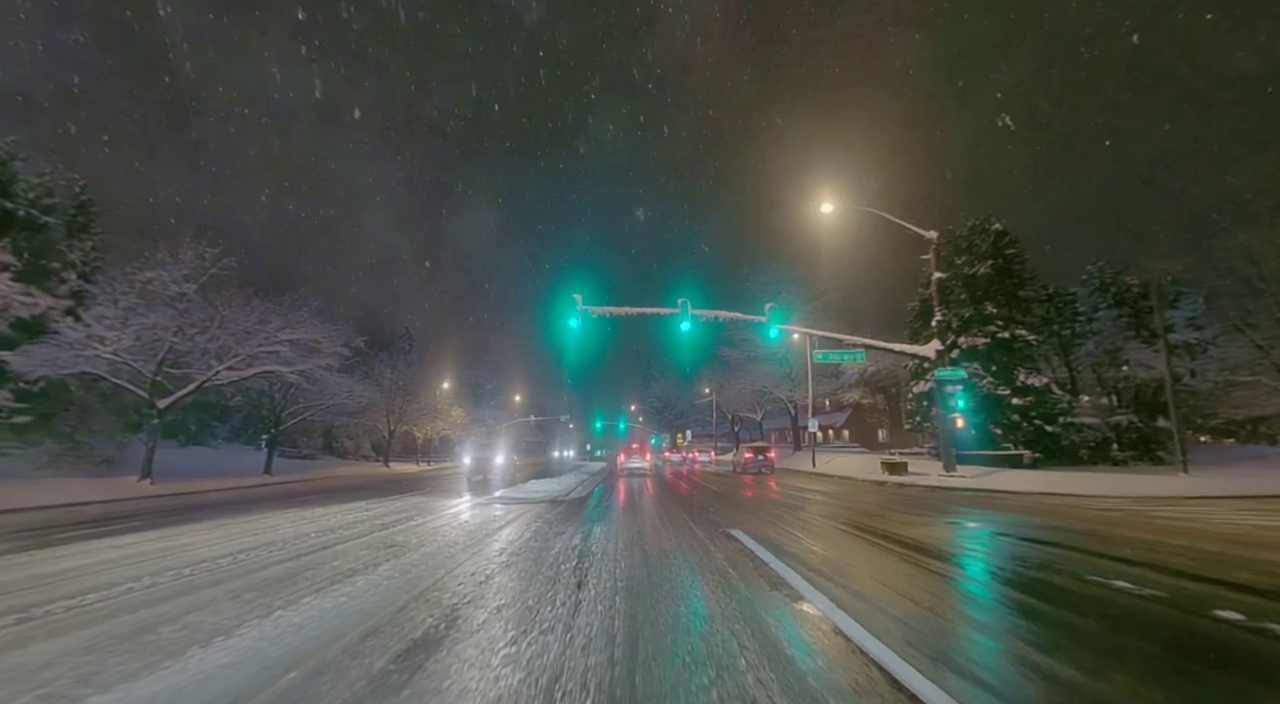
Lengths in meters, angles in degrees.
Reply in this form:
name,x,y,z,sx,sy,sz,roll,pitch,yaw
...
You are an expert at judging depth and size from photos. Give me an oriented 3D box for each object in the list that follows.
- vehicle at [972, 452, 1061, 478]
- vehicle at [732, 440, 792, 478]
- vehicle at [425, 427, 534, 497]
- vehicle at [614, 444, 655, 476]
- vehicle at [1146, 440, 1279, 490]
name,x,y,z,sx,sy,sz,roll,pitch,yaw
vehicle,26.171,7.855,44.028,4.843,1.628,2.063,-1,-9,-3
vehicle,6.621,5.875,34.930,2.052,1.886,5.297,0,-9,-2
vehicle,-5.232,3.736,21.623,2.145,2.041,6.064,0,-9,0
vehicle,-0.362,5.952,35.153,2.101,1.641,4.341,0,-9,-2
vehicle,27.608,5.246,29.596,5.935,2.122,2.004,-1,-10,-2
